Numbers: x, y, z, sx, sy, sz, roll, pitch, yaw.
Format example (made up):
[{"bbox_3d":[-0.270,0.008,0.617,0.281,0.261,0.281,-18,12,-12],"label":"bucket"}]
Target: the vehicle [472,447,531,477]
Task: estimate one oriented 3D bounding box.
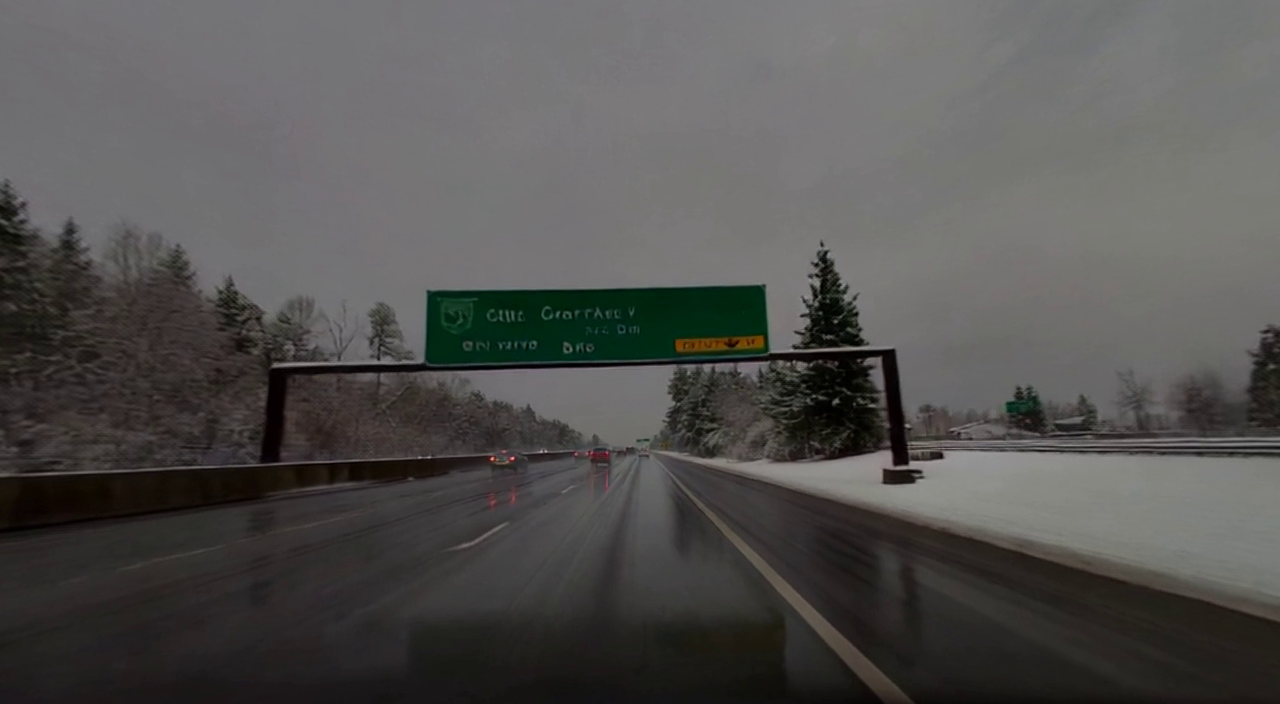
[{"bbox_3d":[-7.293,5.832,33.630,2.002,1.507,4.631,0,-9,1],"label":"vehicle"}]
